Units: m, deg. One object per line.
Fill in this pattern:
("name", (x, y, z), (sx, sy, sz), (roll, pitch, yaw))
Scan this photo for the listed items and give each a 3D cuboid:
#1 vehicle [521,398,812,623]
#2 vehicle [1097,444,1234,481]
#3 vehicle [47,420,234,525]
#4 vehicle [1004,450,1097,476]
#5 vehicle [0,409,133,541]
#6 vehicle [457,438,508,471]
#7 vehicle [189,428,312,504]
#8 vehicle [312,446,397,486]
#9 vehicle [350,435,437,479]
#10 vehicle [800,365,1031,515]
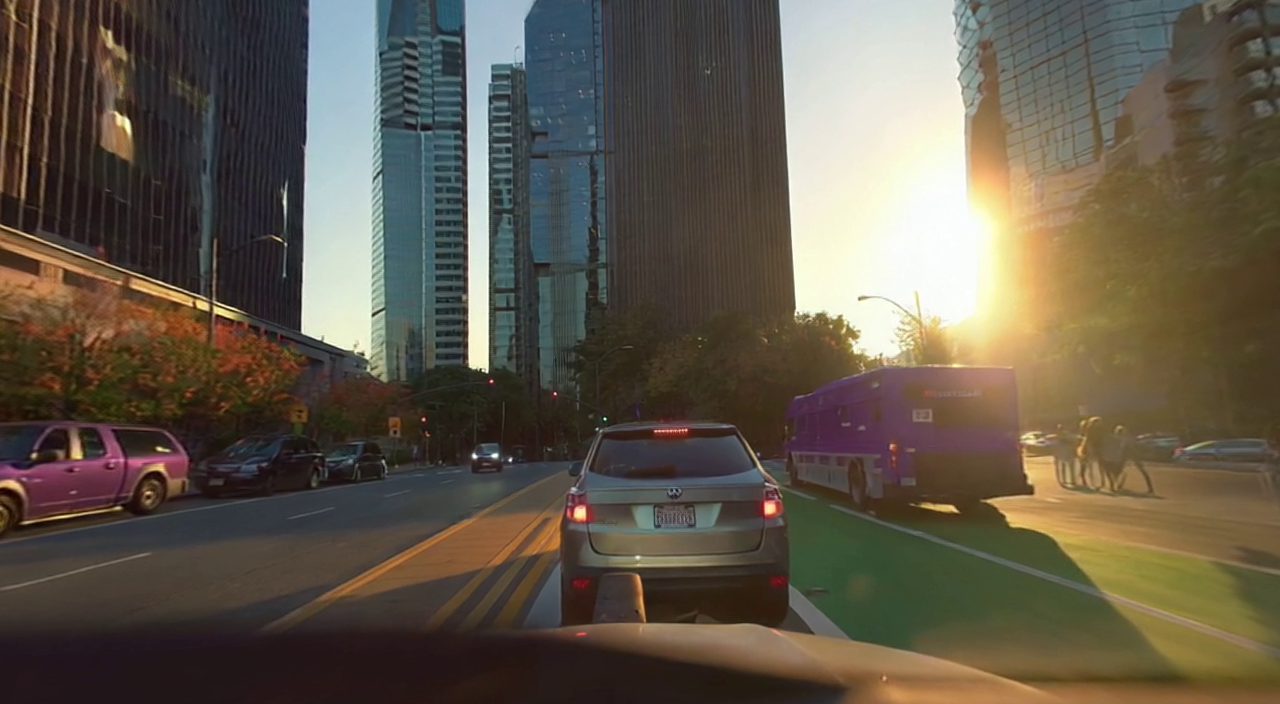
("vehicle", (0.235, 1.509, 6.939), (2.192, 1.695, 4.142), (0, -8, 1))
("vehicle", (30.884, 6.505, 37.462), (5.890, 1.996, 2.155), (-6, -10, 34))
("vehicle", (-10.805, 2.583, 13.999), (1.482, 2.019, 3.297), (0, -9, -4))
("vehicle", (28.087, 7.550, 43.331), (5.153, 1.626, 1.895), (-6, -10, 34))
("vehicle", (-10.457, 1.983, 10.367), (1.543, 1.946, 3.454), (1, -9, -6))
("vehicle", (-9.126, 5.981, 37.017), (2.198, 1.779, 4.926), (1, -9, -7))
("vehicle", (-11.175, 3.267, 18.418), (1.559, 1.973, 3.419), (1, -9, -5))
("vehicle", (-11.517, 4.587, 25.800), (1.791, 1.463, 4.210), (0, -9, -4))
("vehicle", (-12.020, 5.147, 31.315), (2.338, 1.963, 5.740), (0, -9, -4))
("vehicle", (6.727, 2.395, 17.139), (3.113, 3.116, 7.650), (0, -8, 3))
